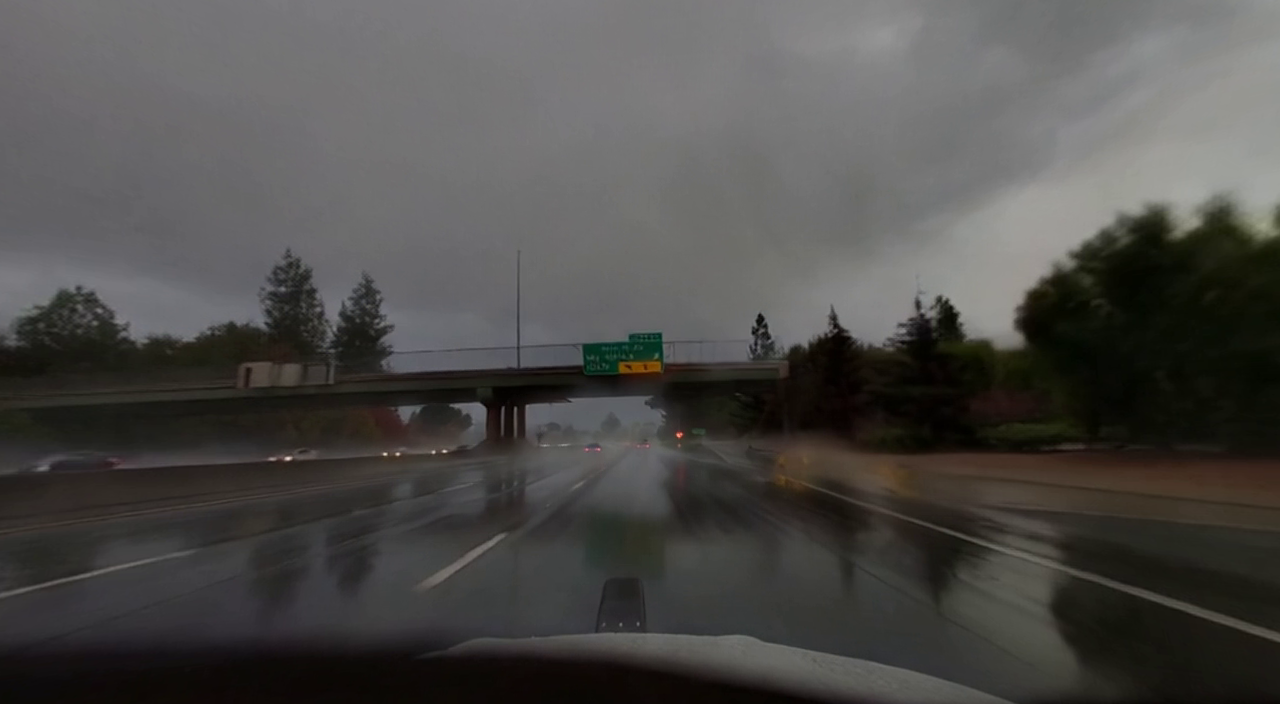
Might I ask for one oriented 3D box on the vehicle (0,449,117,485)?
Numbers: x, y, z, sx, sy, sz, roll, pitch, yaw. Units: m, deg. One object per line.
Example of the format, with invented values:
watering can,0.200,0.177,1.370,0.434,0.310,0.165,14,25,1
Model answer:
vehicle,-28.900,5.628,31.182,1.912,1.552,4.718,0,-8,1
